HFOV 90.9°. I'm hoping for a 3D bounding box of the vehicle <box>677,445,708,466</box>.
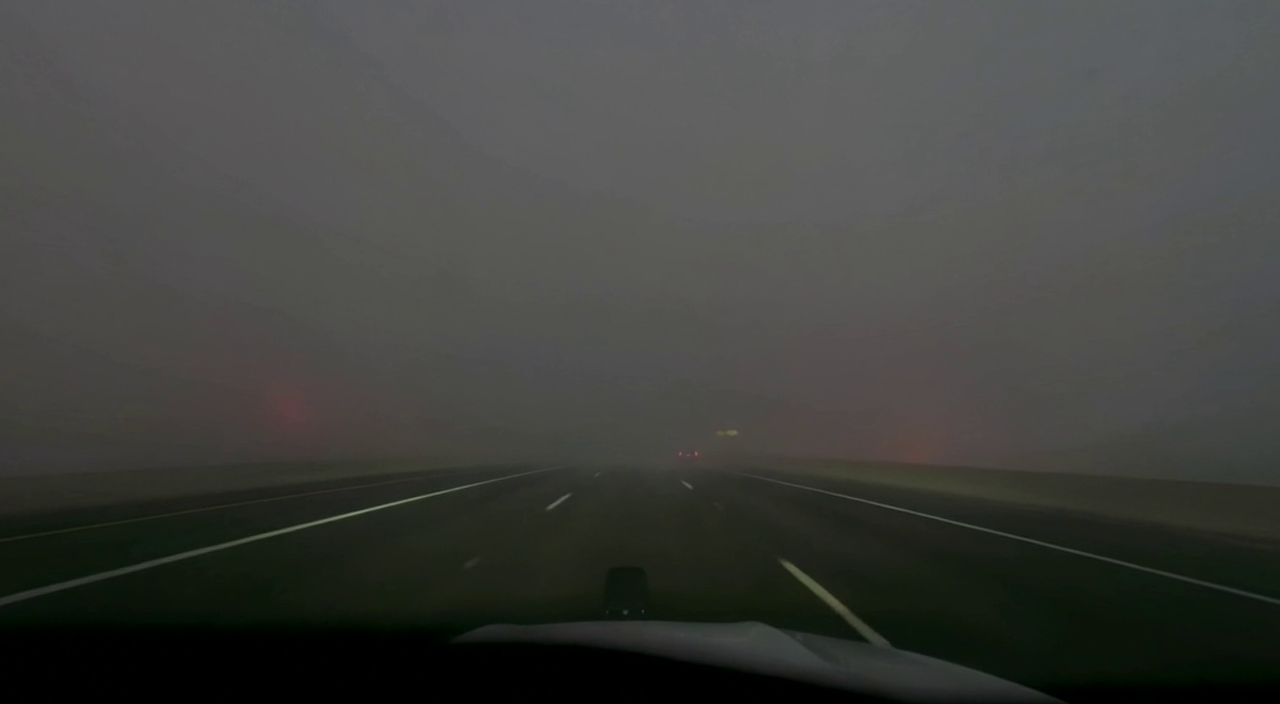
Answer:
[{"bbox_3d":[4.045,8.029,48.997,2.003,1.520,4.058,0,-8,0],"label":"vehicle"}]
